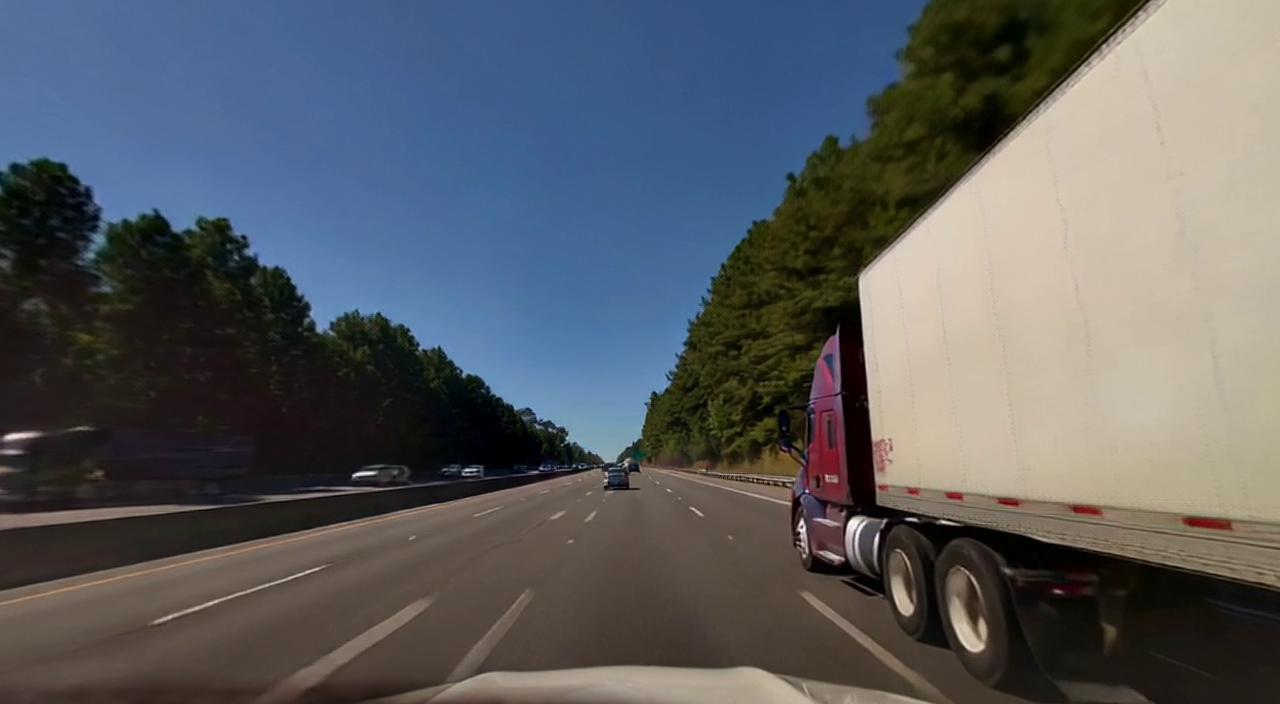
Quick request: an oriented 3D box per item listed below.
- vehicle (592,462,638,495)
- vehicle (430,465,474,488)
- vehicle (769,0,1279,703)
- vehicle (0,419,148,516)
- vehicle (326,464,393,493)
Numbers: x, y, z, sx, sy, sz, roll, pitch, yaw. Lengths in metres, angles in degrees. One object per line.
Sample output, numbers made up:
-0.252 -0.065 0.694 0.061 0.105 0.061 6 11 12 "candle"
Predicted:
-1.133 5.987 29.932 2.032 1.407 3.641 1 -10 0 "vehicle"
-12.845 8.534 43.260 1.819 1.472 4.085 1 -10 -1 "vehicle"
3.605 0.174 5.194 3.019 4.226 9.221 1 -10 0 "vehicle"
-20.974 3.910 21.363 2.805 2.910 7.007 1 -10 -1 "vehicle"
-16.809 7.608 38.014 2.036 1.583 4.433 1 -10 -1 "vehicle"
